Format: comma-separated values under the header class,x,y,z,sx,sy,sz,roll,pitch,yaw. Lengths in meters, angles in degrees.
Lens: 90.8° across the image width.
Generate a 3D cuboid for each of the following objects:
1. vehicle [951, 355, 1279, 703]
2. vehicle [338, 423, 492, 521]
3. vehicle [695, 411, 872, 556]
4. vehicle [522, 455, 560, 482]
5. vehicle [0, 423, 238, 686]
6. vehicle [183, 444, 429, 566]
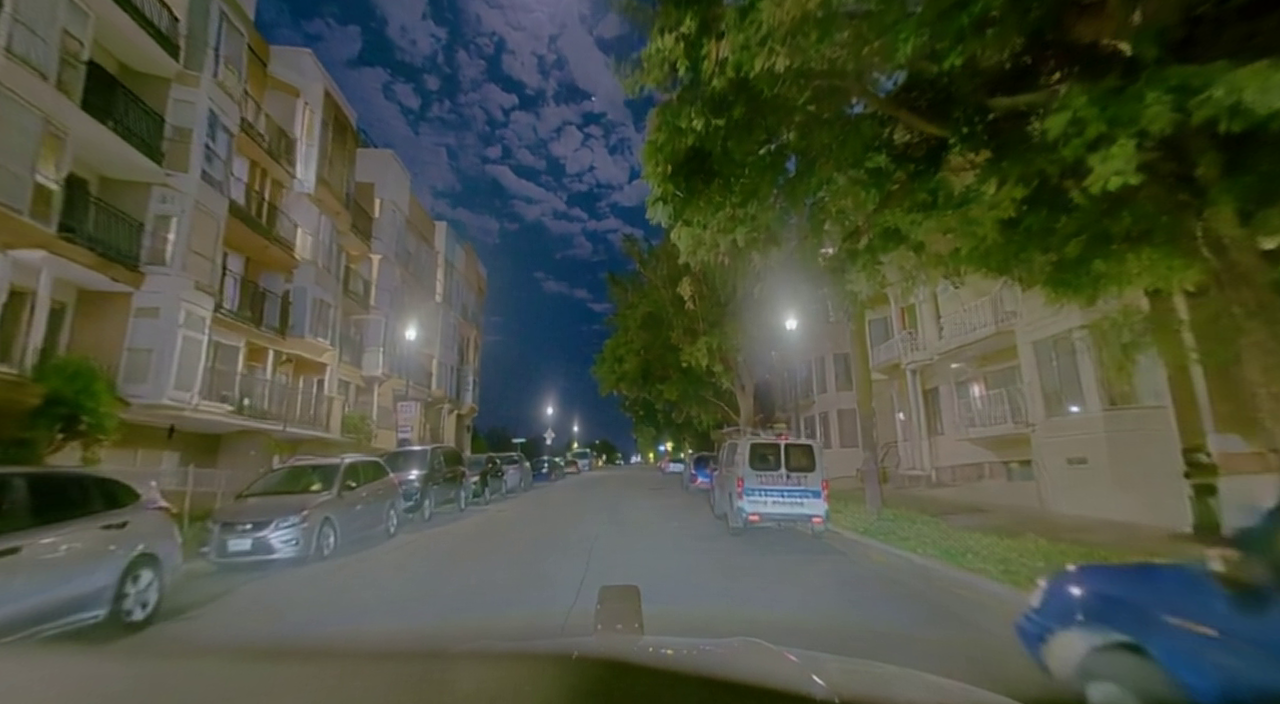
class,x,y,z,sx,sy,sz,roll,pitch,yaw
vehicle,2.842,0.721,1.029,2.031,1.655,5.148,0,-9,0
vehicle,-5.637,3.230,16.862,2.196,2.059,5.748,-2,-12,-2
vehicle,2.643,2.454,13.280,2.259,2.119,5.281,-1,-2,-3
vehicle,-5.807,6.880,37.480,1.722,1.491,3.431,0,-9,0
vehicle,-5.575,1.562,4.637,2.101,1.646,5.001,-2,-2,-1
vehicle,-5.617,2.578,11.509,1.838,1.725,4.660,-1,-9,1
